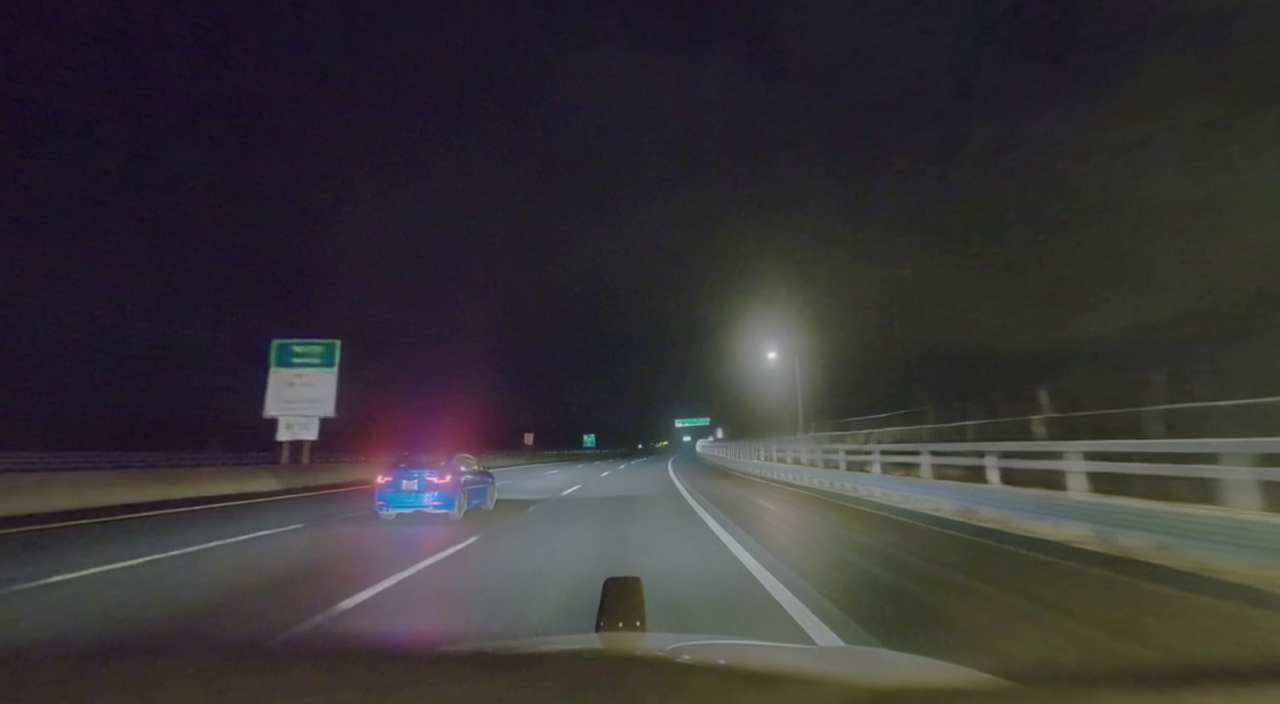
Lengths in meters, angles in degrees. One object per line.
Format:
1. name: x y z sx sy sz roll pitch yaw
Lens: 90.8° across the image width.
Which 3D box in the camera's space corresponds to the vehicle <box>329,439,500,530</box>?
1. vehicle: -4.198 2.507 12.481 1.928 1.504 3.745 0 -9 1
